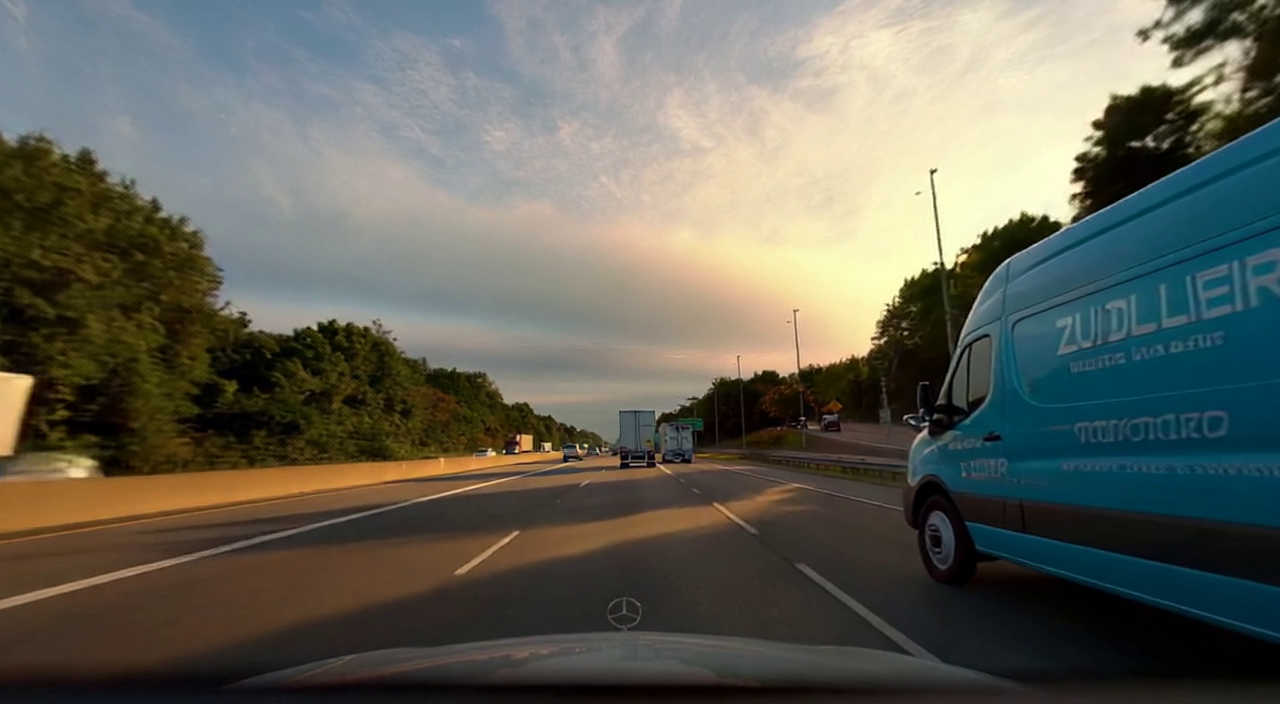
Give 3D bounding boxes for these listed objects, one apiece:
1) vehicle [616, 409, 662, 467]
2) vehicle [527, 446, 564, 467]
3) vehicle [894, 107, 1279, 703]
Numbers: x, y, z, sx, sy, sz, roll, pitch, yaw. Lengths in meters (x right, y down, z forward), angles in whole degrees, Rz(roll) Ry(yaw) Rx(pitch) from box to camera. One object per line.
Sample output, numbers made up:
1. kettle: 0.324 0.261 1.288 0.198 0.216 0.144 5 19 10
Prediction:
1. vehicle: -0.115 6.873 49.899 3.201 4.019 10.918 0 -9 0
2. vehicle: -7.055 7.875 47.619 2.069 1.495 4.698 0 -9 0
3. vehicle: 3.780 0.443 3.178 2.338 2.690 6.025 0 -9 -1
